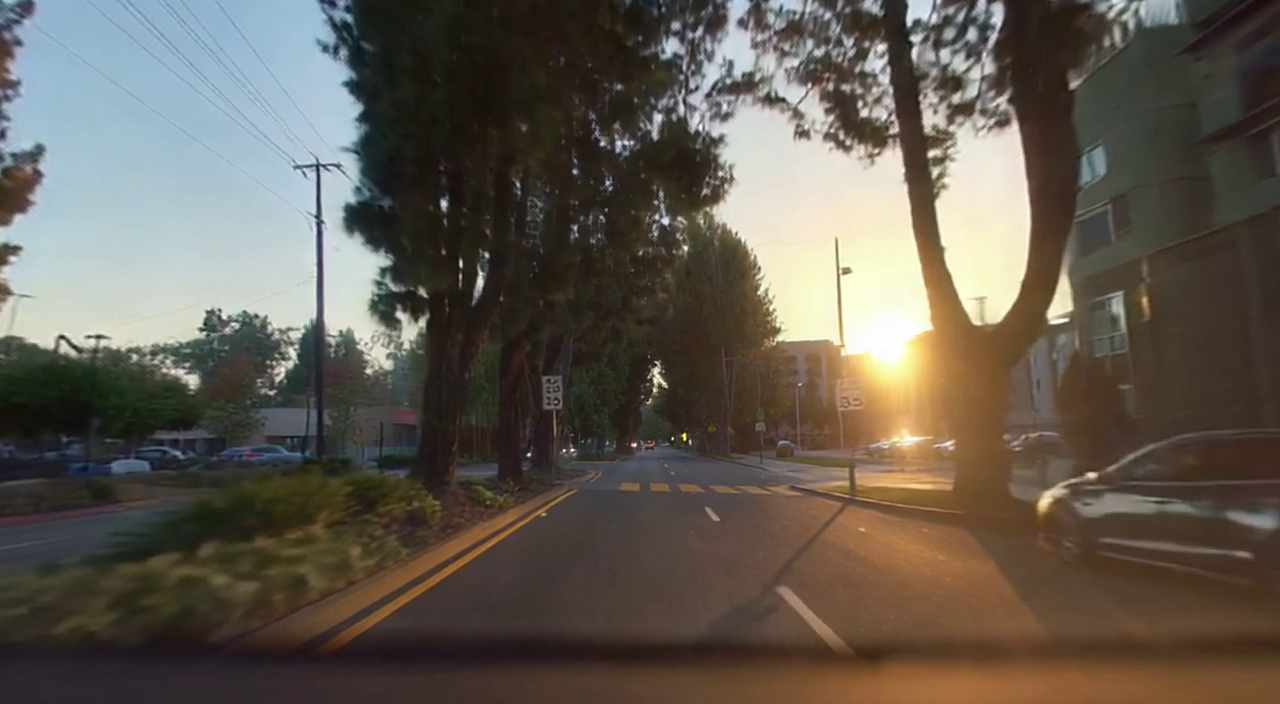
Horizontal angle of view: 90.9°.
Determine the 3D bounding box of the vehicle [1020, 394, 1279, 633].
[{"bbox_3d":[5.992,1.334,5.467,2.104,1.826,5.301,0,-8,0],"label":"vehicle"}]
